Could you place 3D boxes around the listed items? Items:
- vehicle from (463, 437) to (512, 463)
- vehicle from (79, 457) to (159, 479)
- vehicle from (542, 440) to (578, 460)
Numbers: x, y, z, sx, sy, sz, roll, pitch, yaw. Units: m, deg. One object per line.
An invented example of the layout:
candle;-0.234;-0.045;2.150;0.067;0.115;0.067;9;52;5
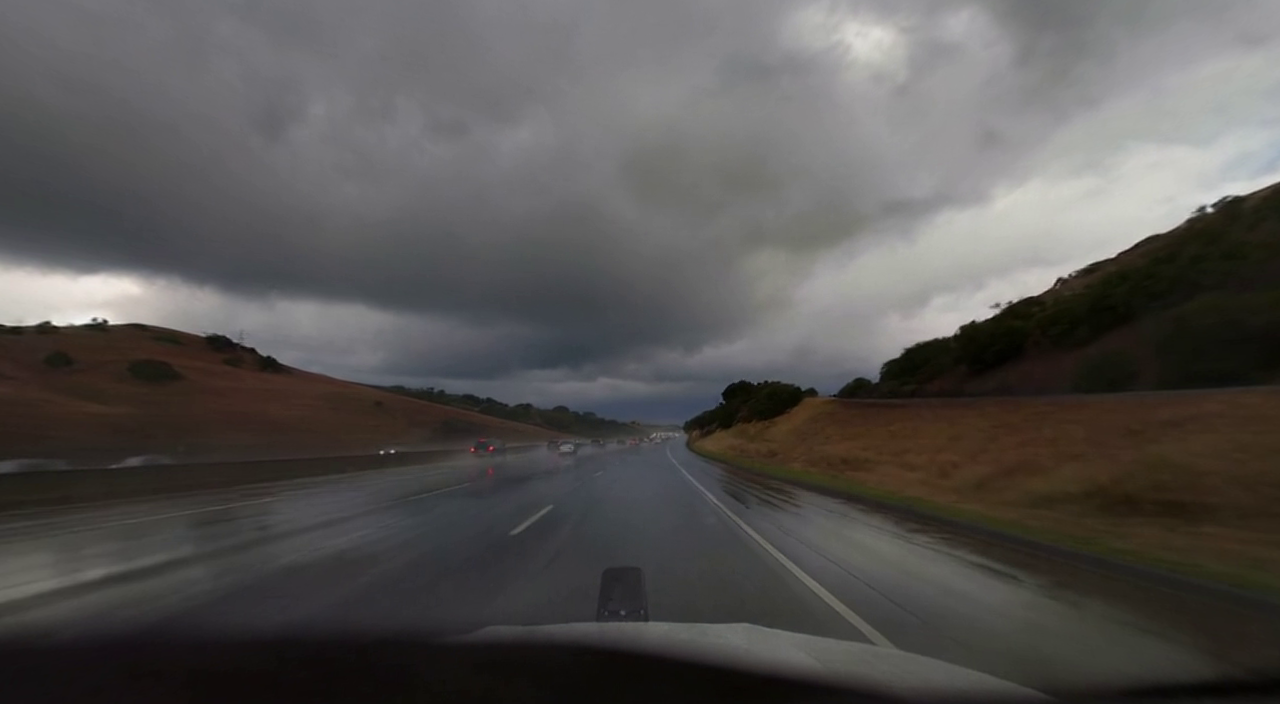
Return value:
vehicle;-10.377;6.718;43.182;2.122;1.695;4.437;0;-9;2
vehicle;-39.598;8.843;48.107;1.958;1.485;4.791;0;-9;2
vehicle;-6.247;7.699;49.595;2.107;1.484;4.449;0;-9;2
